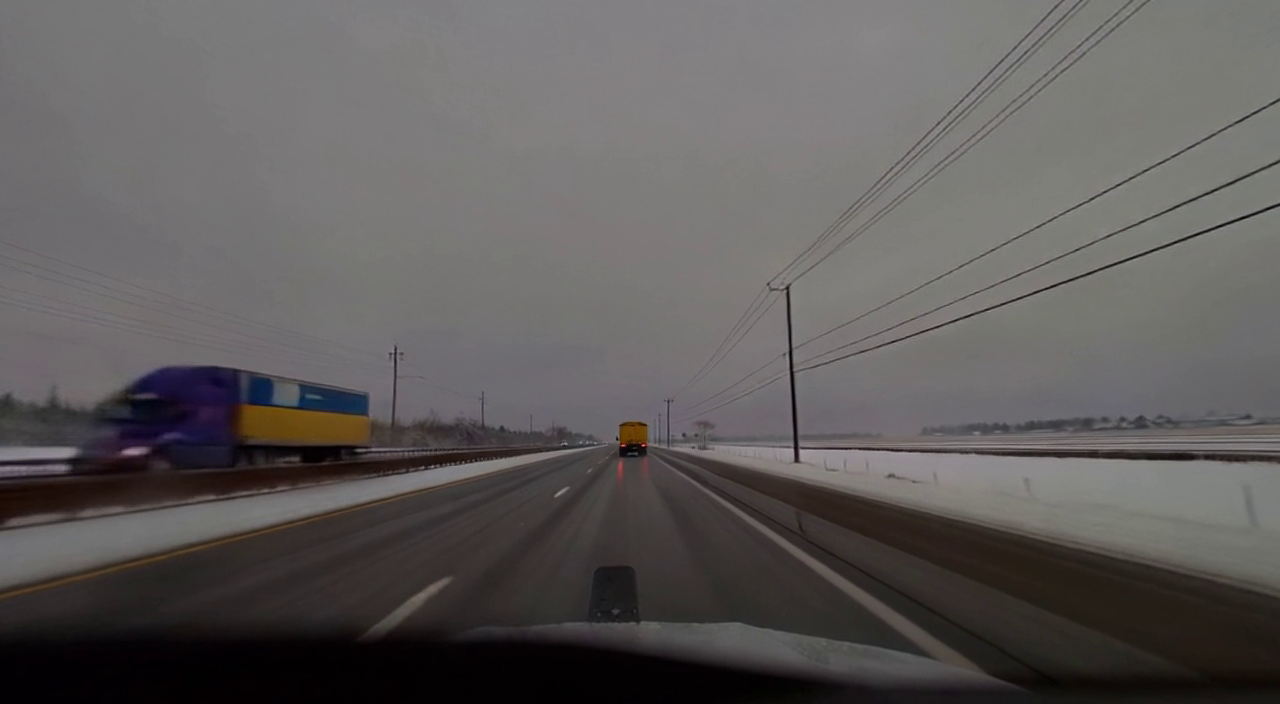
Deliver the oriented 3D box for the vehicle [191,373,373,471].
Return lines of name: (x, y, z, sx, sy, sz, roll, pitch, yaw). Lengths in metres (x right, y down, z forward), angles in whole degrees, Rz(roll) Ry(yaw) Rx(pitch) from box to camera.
vehicle: (-17.046, 3.630, 31.377, 2.992, 4.025, 10.640, 0, -8, -1)

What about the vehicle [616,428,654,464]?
vehicle: (-0.369, 5.947, 40.014, 2.240, 2.129, 4.480, 0, -8, -2)

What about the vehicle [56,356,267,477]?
vehicle: (-16.857, 2.433, 22.876, 2.967, 3.820, 5.896, 0, -8, -1)
